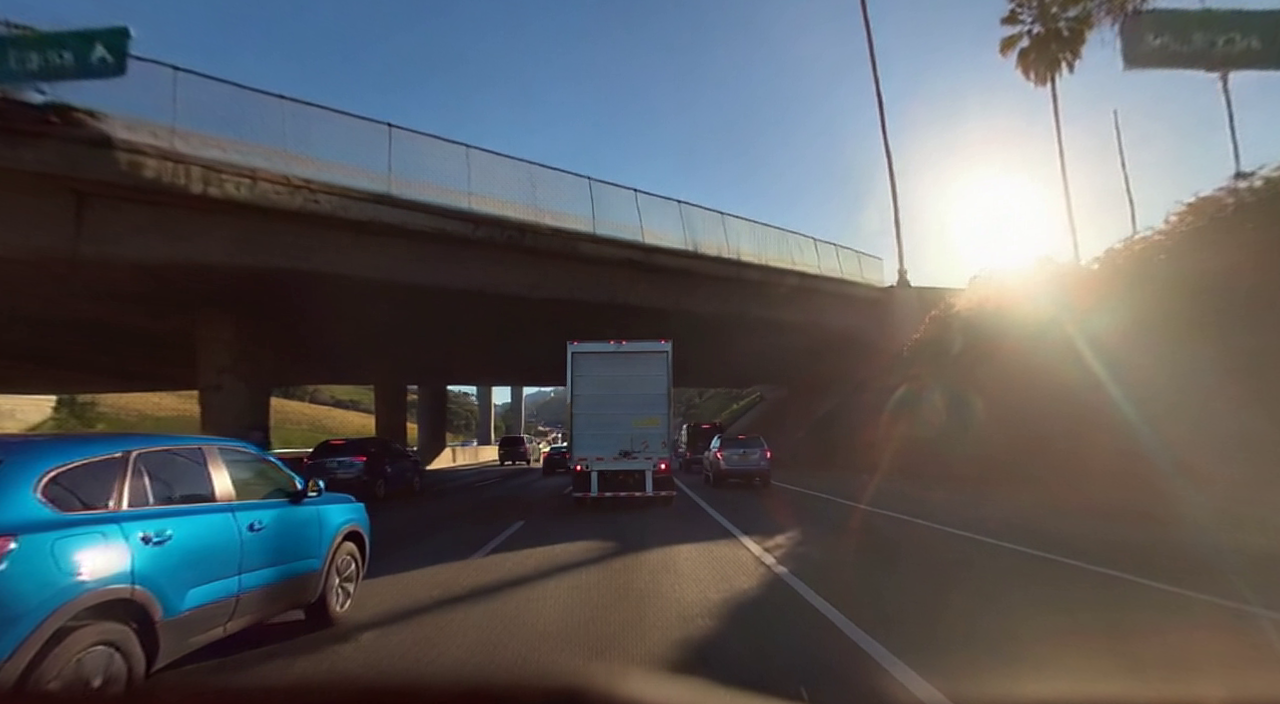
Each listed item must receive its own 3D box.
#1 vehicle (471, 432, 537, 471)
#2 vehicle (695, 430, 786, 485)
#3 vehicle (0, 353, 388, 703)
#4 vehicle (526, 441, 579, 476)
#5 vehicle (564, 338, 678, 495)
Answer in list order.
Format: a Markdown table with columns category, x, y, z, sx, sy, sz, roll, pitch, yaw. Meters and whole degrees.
| category | x | y | z | sx | sy | sz | roll | pitch | yaw |
| --- | --- | --- | --- | --- | --- | --- | --- | --- | --- |
| vehicle | -7.360 | 5.463 | 34.855 | 2.344 | 1.954 | 5.579 | 0 | -9 | 1 |
| vehicle | 2.876 | 3.152 | 19.102 | 1.859 | 1.416 | 4.695 | 0 | -9 | -2 |
| vehicle | -3.240 | 1.069 | 3.694 | 1.885 | 1.654 | 4.103 | 0 | -9 | -1 |
| vehicle | -3.955 | 4.883 | 29.265 | 1.874 | 1.475 | 4.328 | 0 | -9 | -1 |
| vehicle | -0.455 | 2.460 | 21.689 | 2.906 | 4.040 | 10.743 | 0 | -9 | 0 |
